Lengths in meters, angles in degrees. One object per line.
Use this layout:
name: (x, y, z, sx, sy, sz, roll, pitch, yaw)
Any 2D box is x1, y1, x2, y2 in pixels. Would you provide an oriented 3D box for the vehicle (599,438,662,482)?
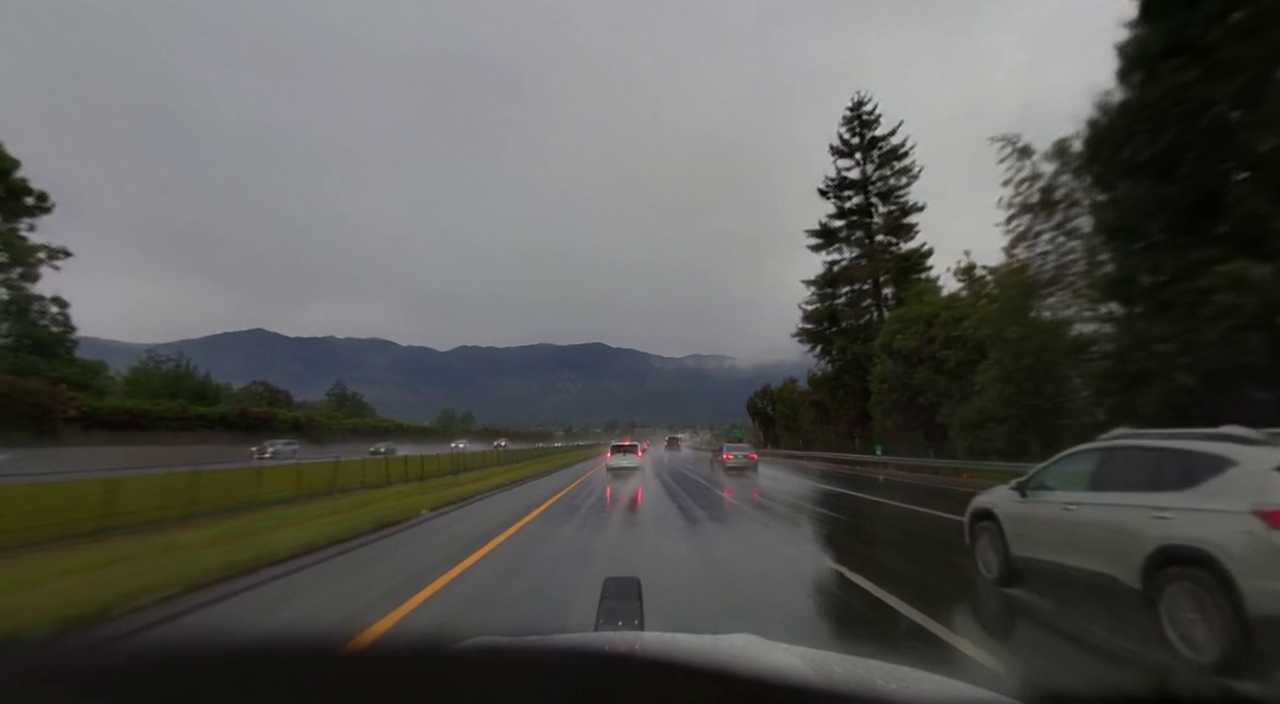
vehicle: (-0.339, 3.872, 22.793, 2.085, 1.449, 3.860, 0, -8, 0)

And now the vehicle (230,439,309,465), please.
vehicle: (-28.784, 7.782, 49.209, 2.262, 1.926, 6.285, 0, -8, 0)

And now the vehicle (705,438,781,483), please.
vehicle: (3.629, 3.909, 22.949, 1.957, 1.447, 4.241, 0, -8, -2)

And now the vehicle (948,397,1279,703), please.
vehicle: (3.896, 1.080, 3.689, 1.949, 1.493, 4.272, 0, -8, -1)
